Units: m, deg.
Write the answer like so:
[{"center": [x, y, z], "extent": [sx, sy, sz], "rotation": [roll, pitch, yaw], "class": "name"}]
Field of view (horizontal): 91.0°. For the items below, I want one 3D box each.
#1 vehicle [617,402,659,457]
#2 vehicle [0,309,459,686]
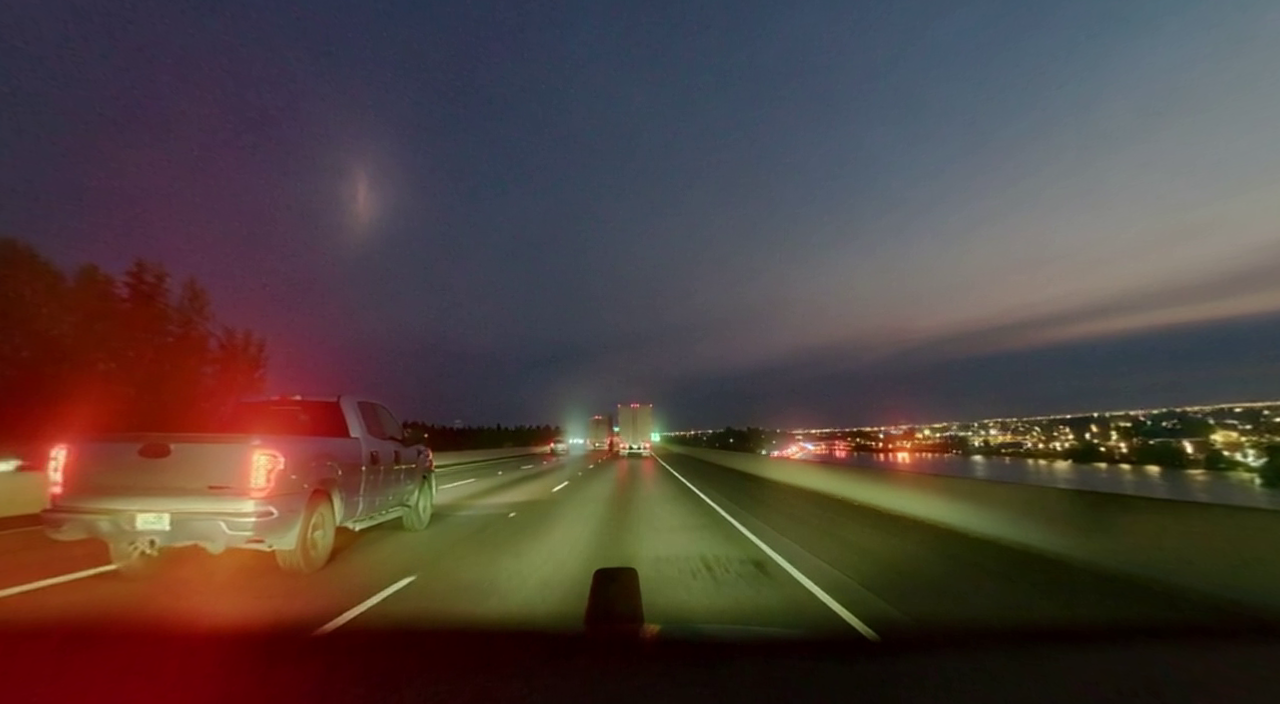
[{"center": [-0.290, 6.210, 49.922], "extent": [2.939, 3.886, 10.374], "rotation": [0, -8, -2], "class": "vehicle"}, {"center": [-3.507, 1.098, 5.864], "extent": [2.223, 2.045, 4.798], "rotation": [0, -8, -1], "class": "vehicle"}]
